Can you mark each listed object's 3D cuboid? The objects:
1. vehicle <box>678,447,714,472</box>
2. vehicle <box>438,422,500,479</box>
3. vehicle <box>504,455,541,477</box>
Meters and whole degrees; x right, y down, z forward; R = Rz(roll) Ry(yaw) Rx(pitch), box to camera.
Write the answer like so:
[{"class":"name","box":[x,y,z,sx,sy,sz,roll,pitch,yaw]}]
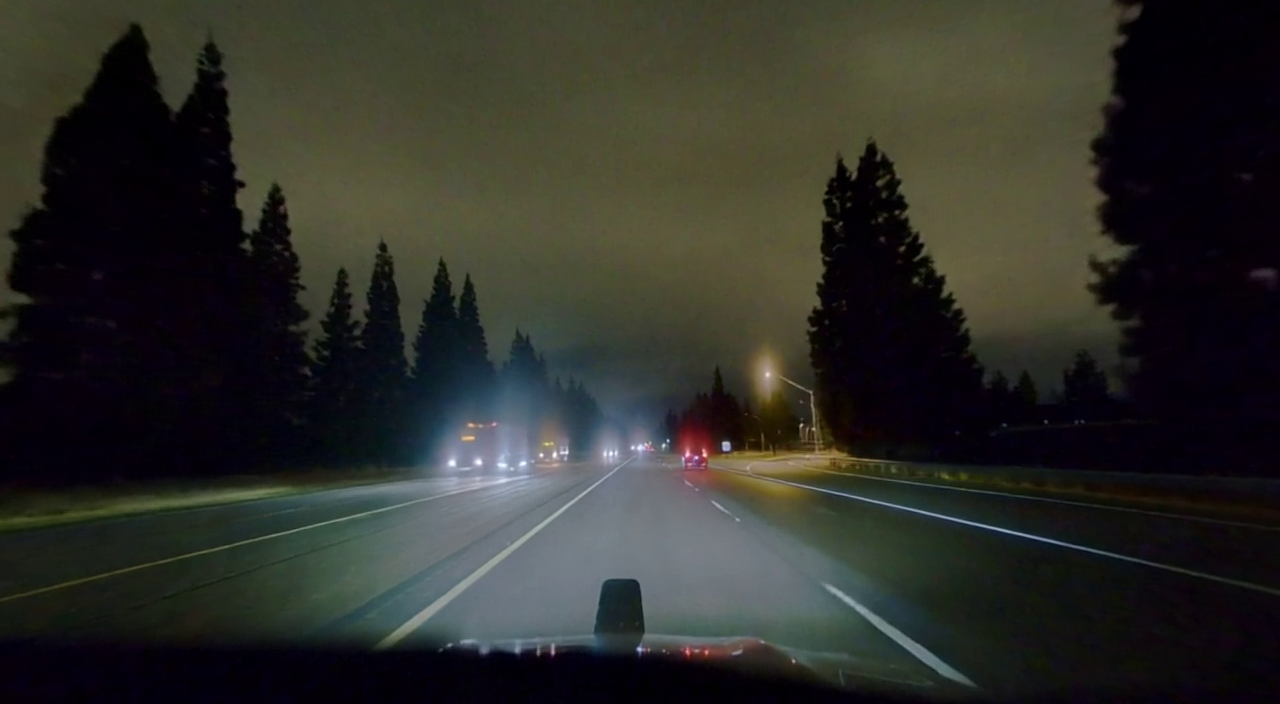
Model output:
[{"class":"vehicle","box":[3.730,7.213,42.558,2.013,1.584,3.995,0,-9,0]},{"class":"vehicle","box":[-12.733,7.419,47.620,2.985,3.990,5.823,0,-9,0]},{"class":"vehicle","box":[-8.243,8.023,44.519,1.882,1.452,3.812,0,-9,0]}]
